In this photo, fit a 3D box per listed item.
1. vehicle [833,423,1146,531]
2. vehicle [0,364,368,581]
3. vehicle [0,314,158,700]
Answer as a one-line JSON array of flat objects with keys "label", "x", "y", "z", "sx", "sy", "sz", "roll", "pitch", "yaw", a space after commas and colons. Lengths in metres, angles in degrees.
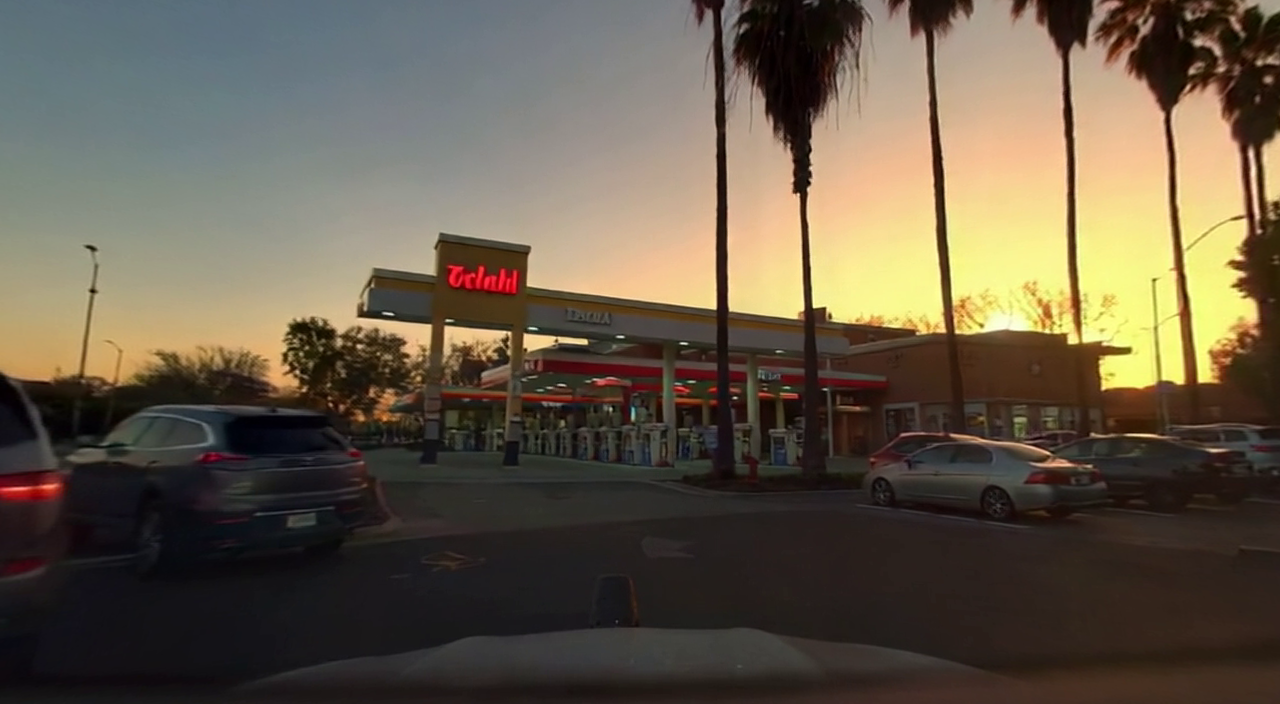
[{"label": "vehicle", "x": 5.837, "y": 2.126, "z": 11.331, "sx": 1.937, "sy": 1.490, "sz": 4.564, "roll": 3, "pitch": -9, "yaw": -24}, {"label": "vehicle", "x": -6.444, "y": 1.486, "z": 8.512, "sx": 5.855, "sy": 1.950, "sz": 2.445, "roll": -7, "pitch": -11, "yaw": 37}, {"label": "vehicle", "x": -6.465, "y": 1.077, "z": 4.896, "sx": 6.836, "sy": 2.006, "sz": 2.434, "roll": -7, "pitch": -11, "yaw": 37}]
